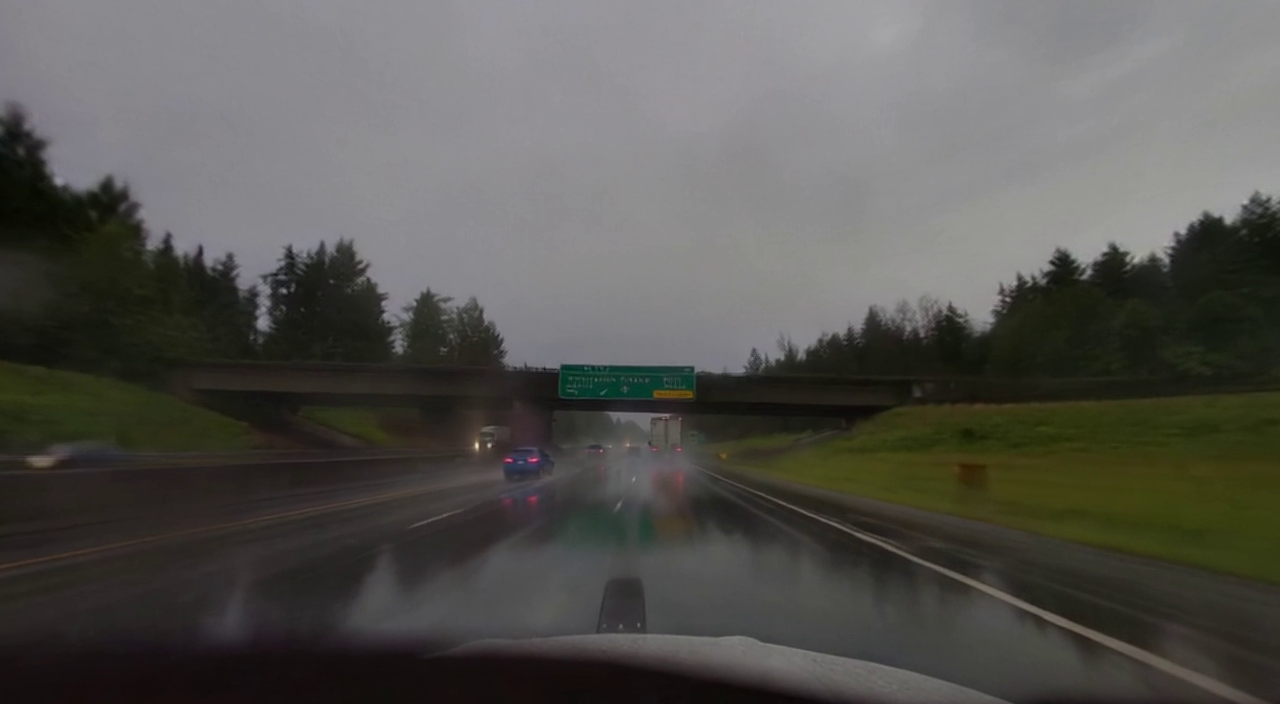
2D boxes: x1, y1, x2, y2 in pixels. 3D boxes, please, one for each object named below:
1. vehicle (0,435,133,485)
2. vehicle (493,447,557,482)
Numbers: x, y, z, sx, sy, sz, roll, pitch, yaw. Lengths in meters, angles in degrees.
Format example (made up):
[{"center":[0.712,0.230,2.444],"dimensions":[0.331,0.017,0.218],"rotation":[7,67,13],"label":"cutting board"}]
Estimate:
[{"center":[-19.334,3.494,20.720],"dimensions":[1.715,1.453,4.310],"rotation":[0,-9,1],"label":"vehicle"},{"center":[-5.378,5.315,30.104],"dimensions":[2.038,1.489,4.603],"rotation":[-1,-9,2],"label":"vehicle"}]
